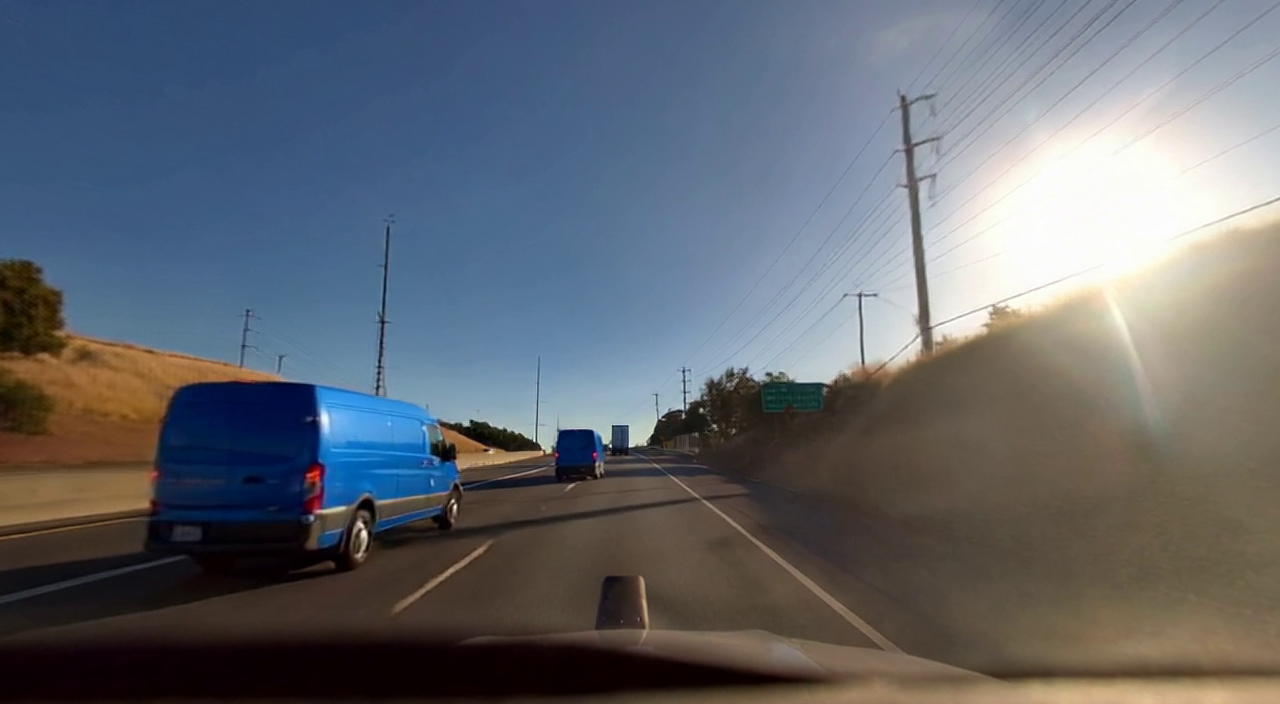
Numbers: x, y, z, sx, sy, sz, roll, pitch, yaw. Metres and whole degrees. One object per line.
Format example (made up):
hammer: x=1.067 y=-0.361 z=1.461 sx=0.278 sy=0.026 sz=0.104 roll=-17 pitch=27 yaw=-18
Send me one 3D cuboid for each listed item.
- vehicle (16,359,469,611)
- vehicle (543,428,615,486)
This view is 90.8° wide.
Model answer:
vehicle: x=-3.861 y=1.440 z=7.608 sx=2.145 sy=2.010 sz=4.980 roll=0 pitch=-9 yaw=0
vehicle: x=-2.234 y=4.110 z=24.842 sx=2.197 sy=2.011 sz=5.130 roll=0 pitch=-9 yaw=1
